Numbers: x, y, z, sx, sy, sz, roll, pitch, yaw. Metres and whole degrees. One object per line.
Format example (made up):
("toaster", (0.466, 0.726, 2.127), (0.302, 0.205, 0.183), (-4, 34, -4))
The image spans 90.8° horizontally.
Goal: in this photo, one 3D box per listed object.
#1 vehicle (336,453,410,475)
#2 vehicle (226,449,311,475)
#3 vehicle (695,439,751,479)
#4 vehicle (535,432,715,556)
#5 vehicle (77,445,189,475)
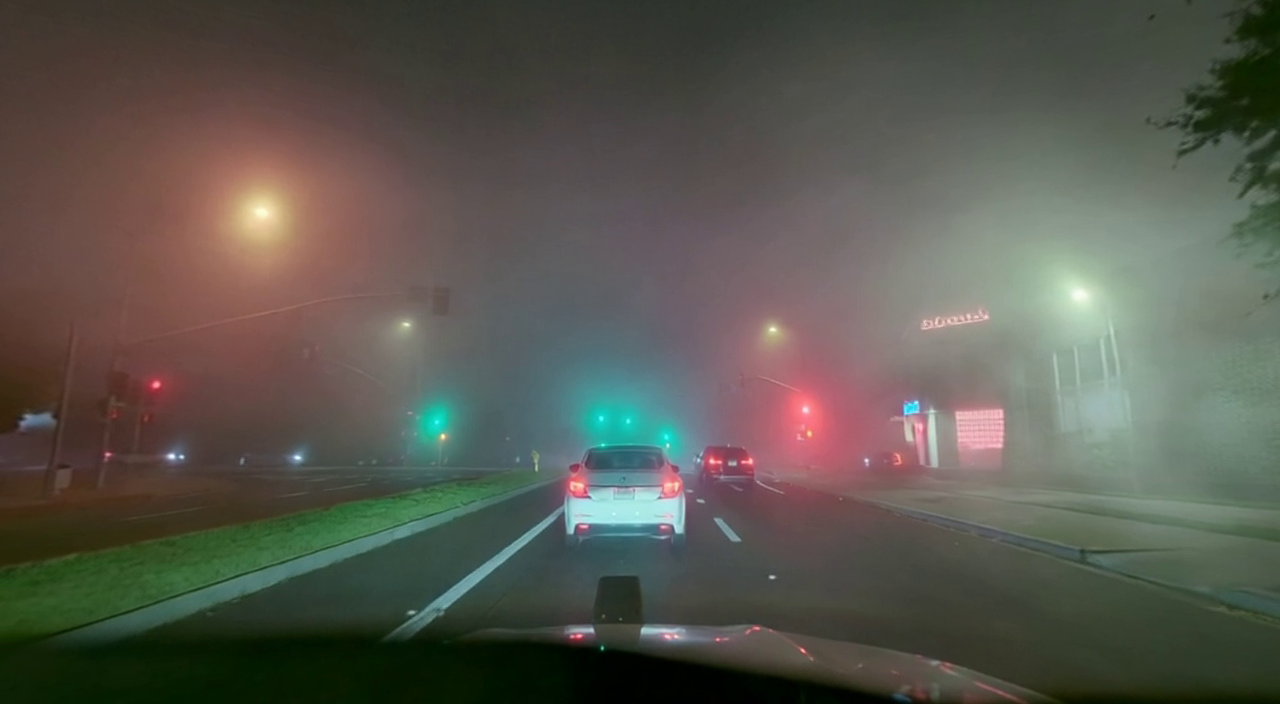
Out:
("vehicle", (-19.080, 8.028, 45.358), (4.548, 1.449, 1.802), (2, -9, -12))
("vehicle", (-25.692, 7.610, 43.851), (4.575, 1.718, 2.008), (2, -9, -11))
("vehicle", (4.081, 5.354, 31.870), (2.092, 1.851, 4.913), (0, -9, -1))
("vehicle", (-0.163, 2.047, 9.853), (2.173, 1.479, 4.264), (0, -9, 1))
("vehicle", (-31.146, 6.640, 38.929), (4.877, 1.754, 1.978), (2, -9, -11))
